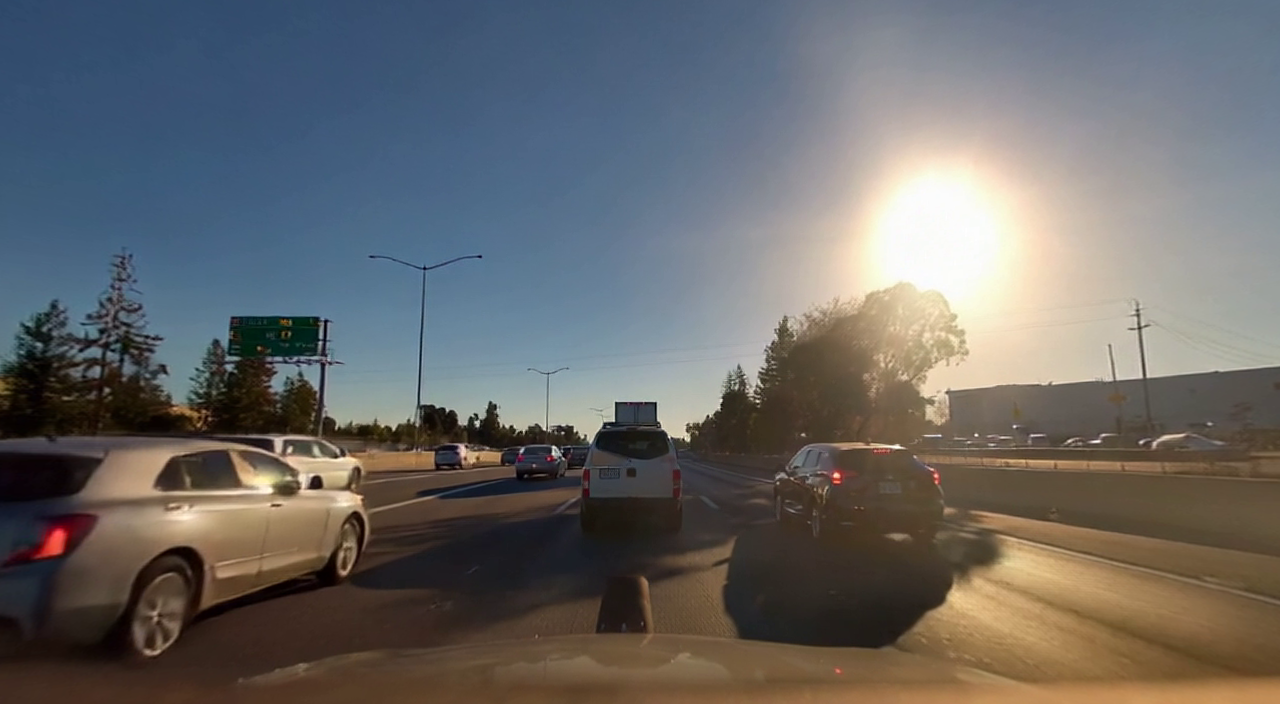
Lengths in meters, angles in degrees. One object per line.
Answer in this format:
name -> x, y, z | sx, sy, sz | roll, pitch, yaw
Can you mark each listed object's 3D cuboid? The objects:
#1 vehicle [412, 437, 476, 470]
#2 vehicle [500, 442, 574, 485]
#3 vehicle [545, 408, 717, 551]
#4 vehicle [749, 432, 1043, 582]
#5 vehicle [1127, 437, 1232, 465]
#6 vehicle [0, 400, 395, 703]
vehicle -> -10.956, 5.727, 35.604 | 2.129, 1.720, 4.547 | 0, -9, 1
vehicle -> -3.724, 4.111, 23.519 | 2.005, 1.458, 4.143 | 0, -9, 1
vehicle -> -0.129, 1.903, 9.960 | 2.152, 1.779, 3.924 | 0, -9, 0
vehicle -> 2.962, 1.892, 8.604 | 2.018, 1.470, 4.491 | 0, -9, -2
vehicle -> 31.923, 5.854, 37.499 | 1.805, 1.536, 4.325 | 3, -9, -18
vehicle -> -3.460, 1.132, 3.783 | 2.132, 1.464, 4.481 | 0, -9, 1
